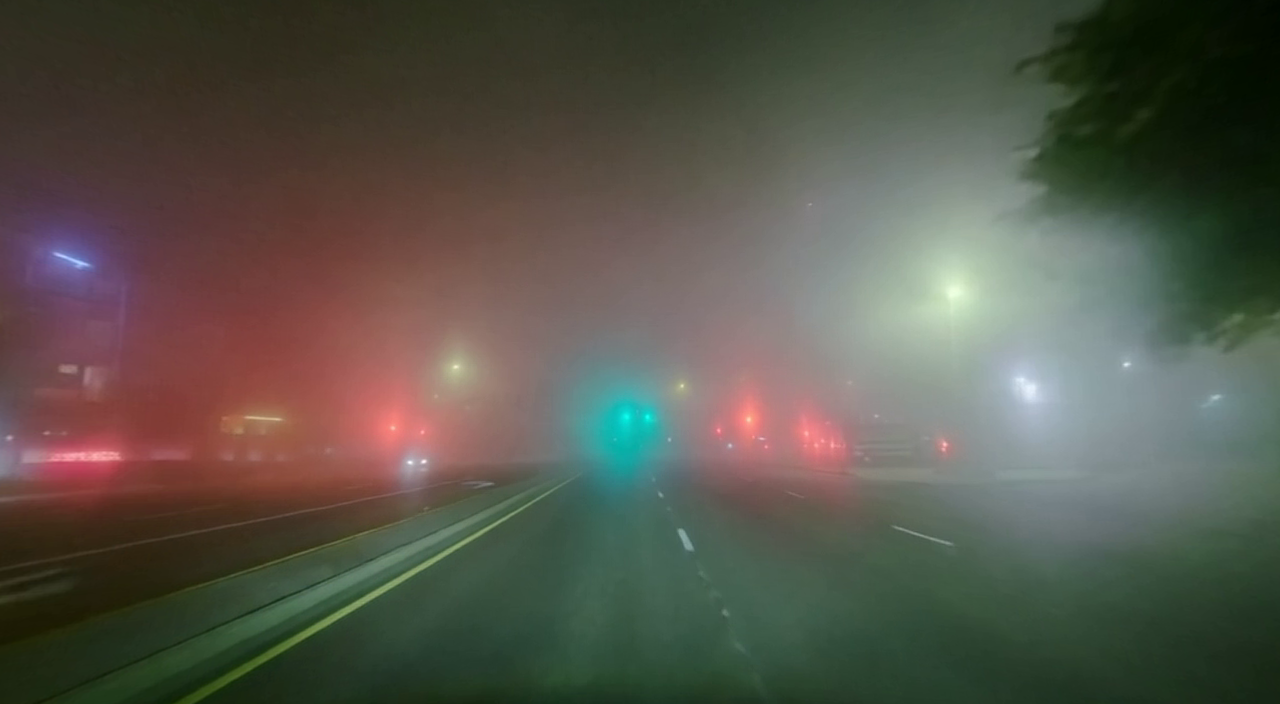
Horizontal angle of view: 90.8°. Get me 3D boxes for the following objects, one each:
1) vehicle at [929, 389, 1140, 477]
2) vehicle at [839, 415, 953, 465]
[{"bbox_3d":[16.781,3.499,27.235,7.225,3.553,2.709,0,-9,-3],"label":"vehicle"},{"bbox_3d":[17.634,6.145,43.938,6.639,3.312,2.759,0,-9,2],"label":"vehicle"}]
